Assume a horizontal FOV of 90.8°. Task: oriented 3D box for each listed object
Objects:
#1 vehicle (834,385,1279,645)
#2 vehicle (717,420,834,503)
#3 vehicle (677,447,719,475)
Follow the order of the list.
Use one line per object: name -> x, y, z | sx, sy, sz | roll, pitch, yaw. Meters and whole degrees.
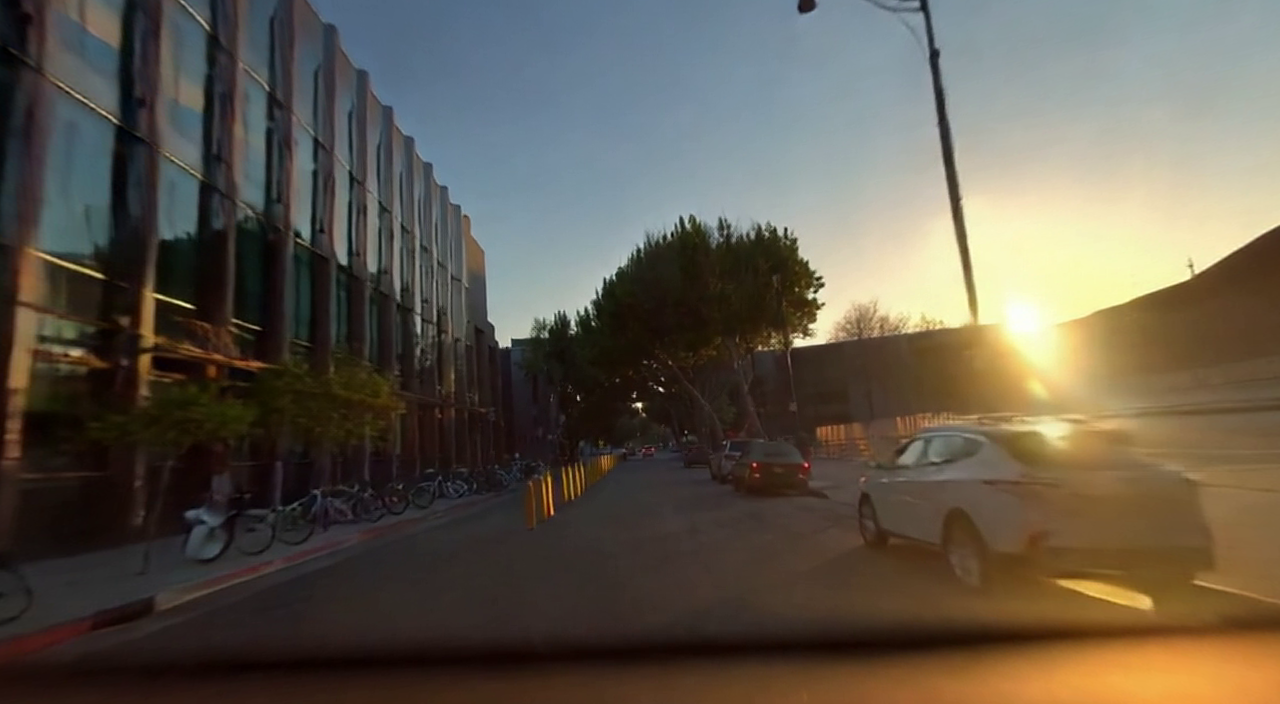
vehicle -> 3.789, 1.469, 6.625 | 1.999, 1.769, 4.191 | -1, -9, -2
vehicle -> 3.451, 2.944, 17.196 | 2.127, 1.864, 4.892 | -1, -9, 0
vehicle -> 3.281, 6.269, 36.555 | 1.963, 1.445, 4.948 | -1, -9, 0
